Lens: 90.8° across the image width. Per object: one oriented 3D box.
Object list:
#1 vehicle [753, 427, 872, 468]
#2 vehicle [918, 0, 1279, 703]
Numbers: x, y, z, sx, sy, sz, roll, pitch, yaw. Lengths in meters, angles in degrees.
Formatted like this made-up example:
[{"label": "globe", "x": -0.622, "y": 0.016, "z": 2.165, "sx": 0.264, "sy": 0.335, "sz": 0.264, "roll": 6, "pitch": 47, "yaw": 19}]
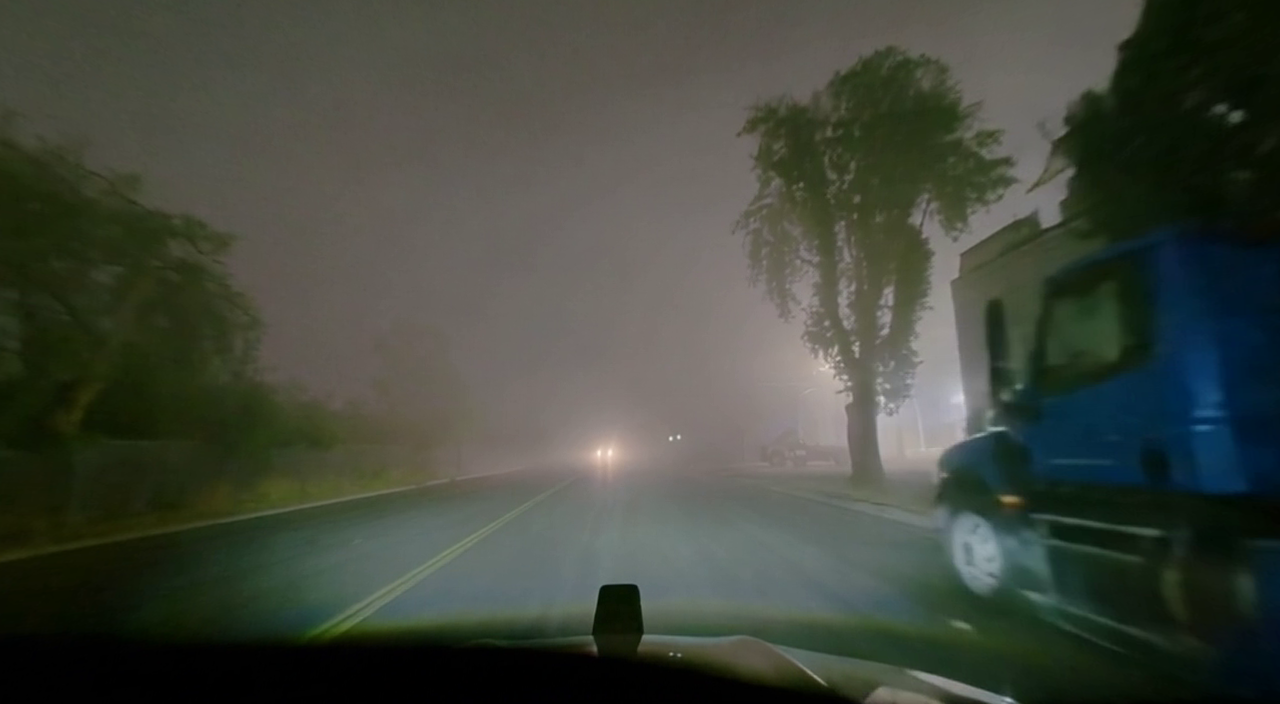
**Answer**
[{"label": "vehicle", "x": 11.582, "y": 6.474, "z": 42.867, "sx": 7.188, "sy": 2.416, "sz": 2.528, "roll": -1, "pitch": -9, "yaw": -2}, {"label": "vehicle", "x": 4.123, "y": 0.107, "z": 2.479, "sx": 3.019, "sy": 3.303, "sz": 6.252, "roll": 0, "pitch": -9, "yaw": -1}]
